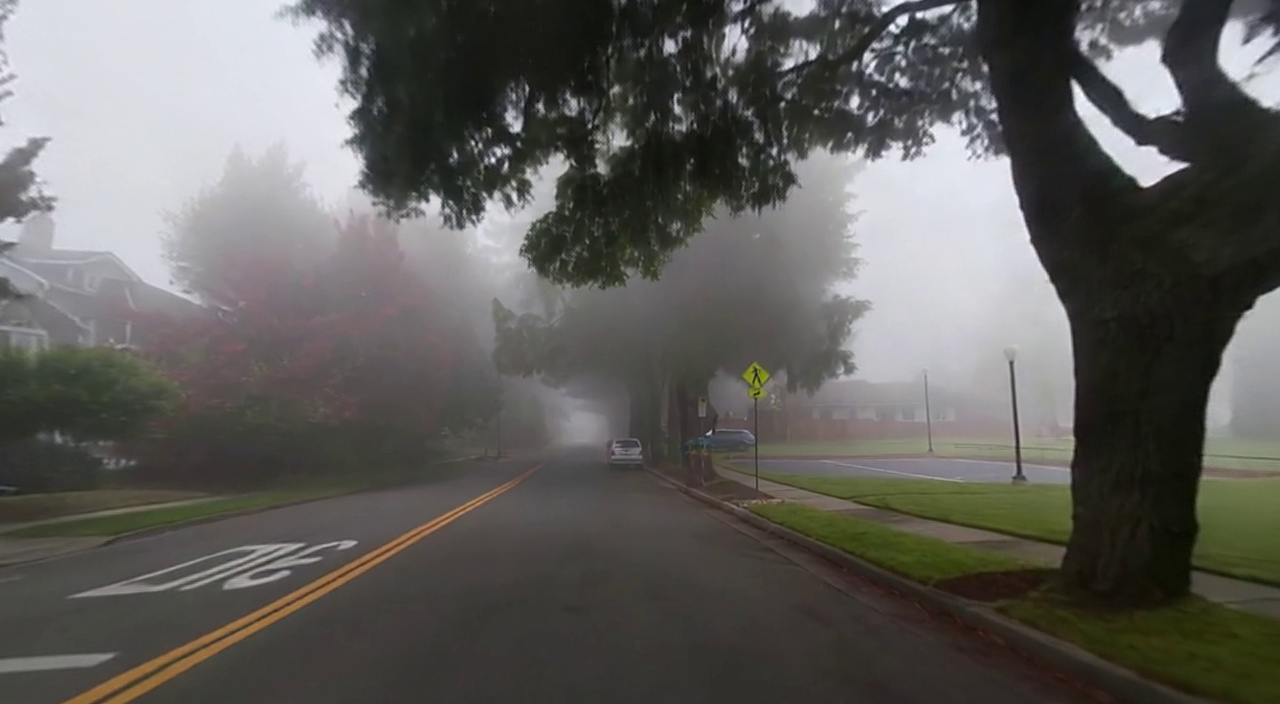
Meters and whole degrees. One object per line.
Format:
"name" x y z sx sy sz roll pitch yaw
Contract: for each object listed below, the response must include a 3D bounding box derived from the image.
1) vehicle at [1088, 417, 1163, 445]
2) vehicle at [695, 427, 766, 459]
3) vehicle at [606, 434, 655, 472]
"vehicle" 30.545 4.988 39.716 4.481 1.634 1.973 4 -10 -29
"vehicle" 5.996 5.970 41.680 4.390 1.696 1.954 1 -7 -35
"vehicle" -0.570 5.120 32.285 2.204 1.776 4.262 1 -8 -5
